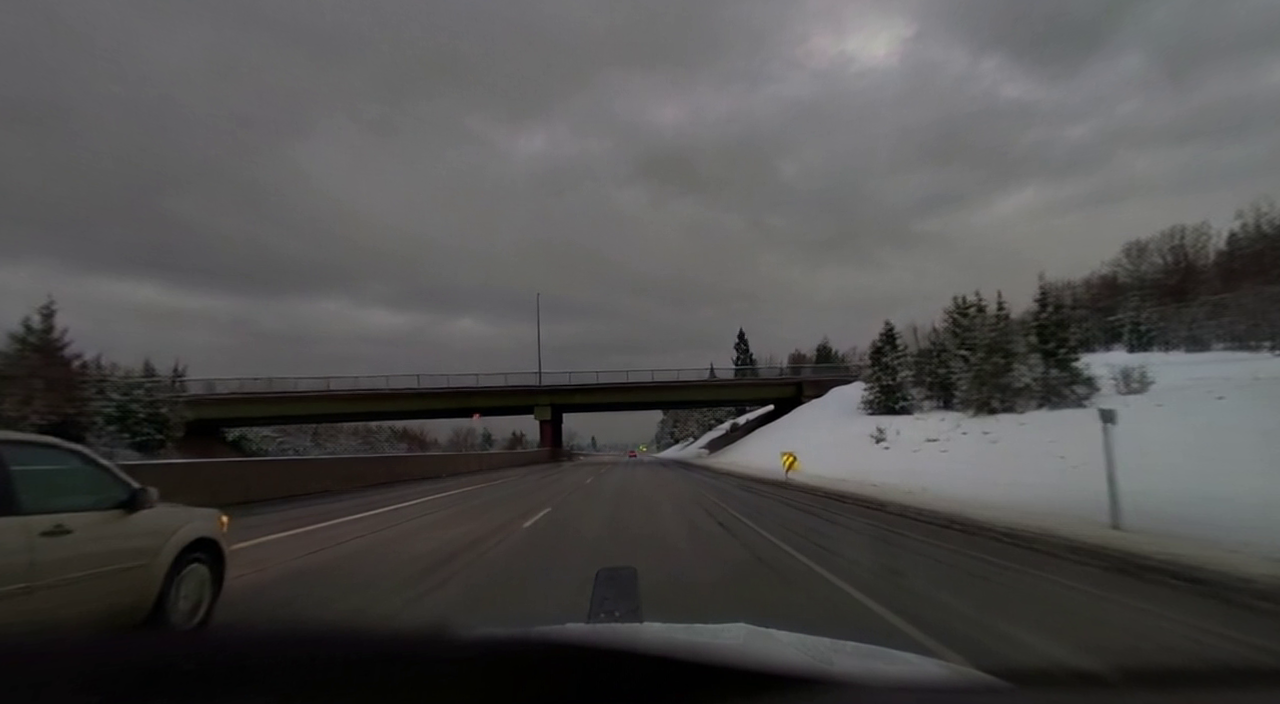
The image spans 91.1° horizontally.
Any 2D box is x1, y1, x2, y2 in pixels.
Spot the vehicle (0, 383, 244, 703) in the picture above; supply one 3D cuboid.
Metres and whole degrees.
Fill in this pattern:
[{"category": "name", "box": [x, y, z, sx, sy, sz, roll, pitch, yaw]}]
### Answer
[{"category": "vehicle", "box": [-3.932, 0.915, 2.374, 2.082, 1.668, 4.274, 0, -9, -1]}]
